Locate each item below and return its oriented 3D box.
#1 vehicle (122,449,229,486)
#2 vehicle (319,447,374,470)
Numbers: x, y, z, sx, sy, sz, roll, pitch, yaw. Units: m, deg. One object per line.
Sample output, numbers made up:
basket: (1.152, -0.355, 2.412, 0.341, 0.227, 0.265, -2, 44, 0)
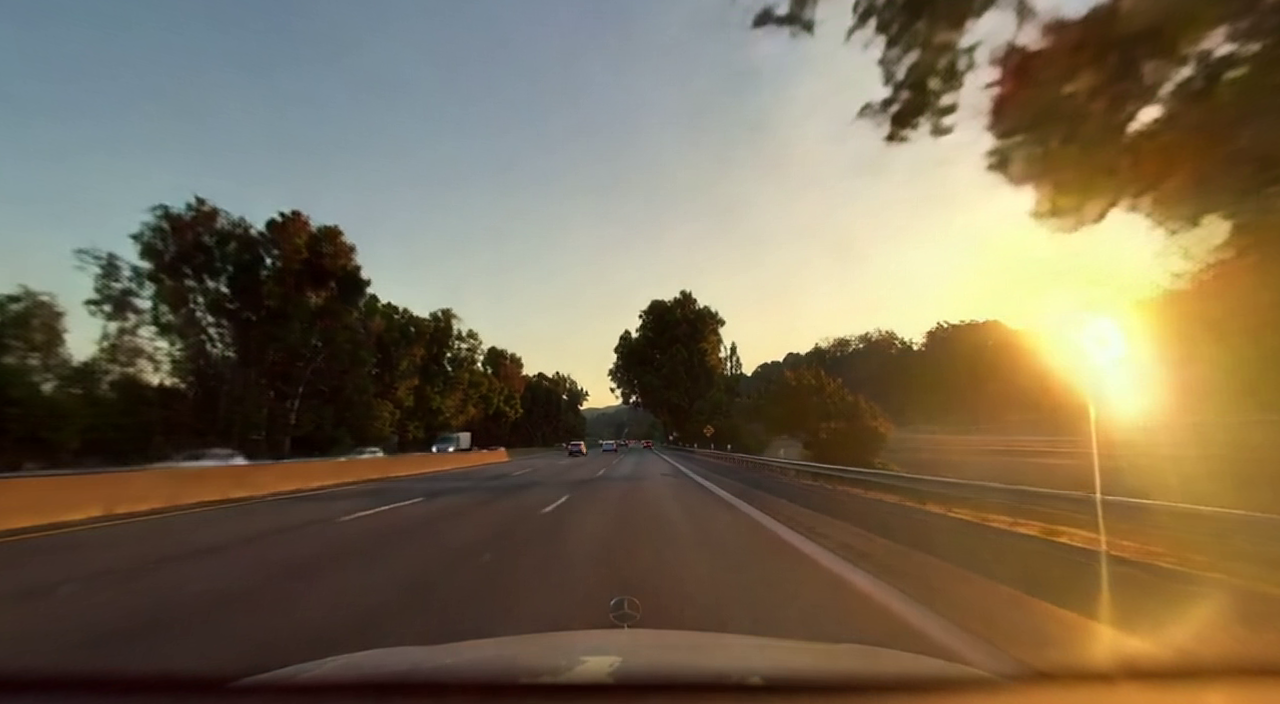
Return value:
vehicle: (-19.733, 4.904, 26.944, 1.715, 1.405, 3.727, 0, -8, 0)
vehicle: (-19.324, 7.017, 41.603, 1.724, 1.415, 3.832, 0, -8, 1)
